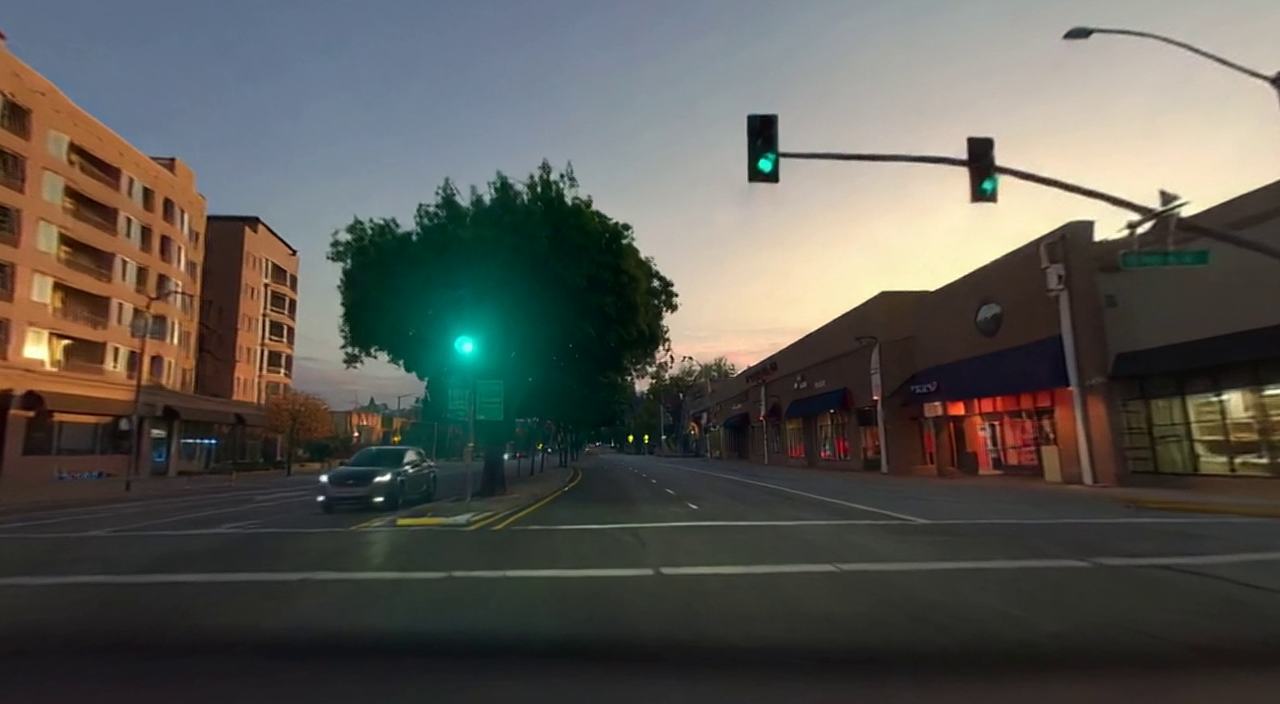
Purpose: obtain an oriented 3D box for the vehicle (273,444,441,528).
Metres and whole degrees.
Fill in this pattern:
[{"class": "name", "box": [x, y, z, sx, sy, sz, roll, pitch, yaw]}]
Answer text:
[{"class": "vehicle", "box": [-5.782, 2.726, 13.588, 1.894, 1.474, 4.332, 0, -8, -4]}]
